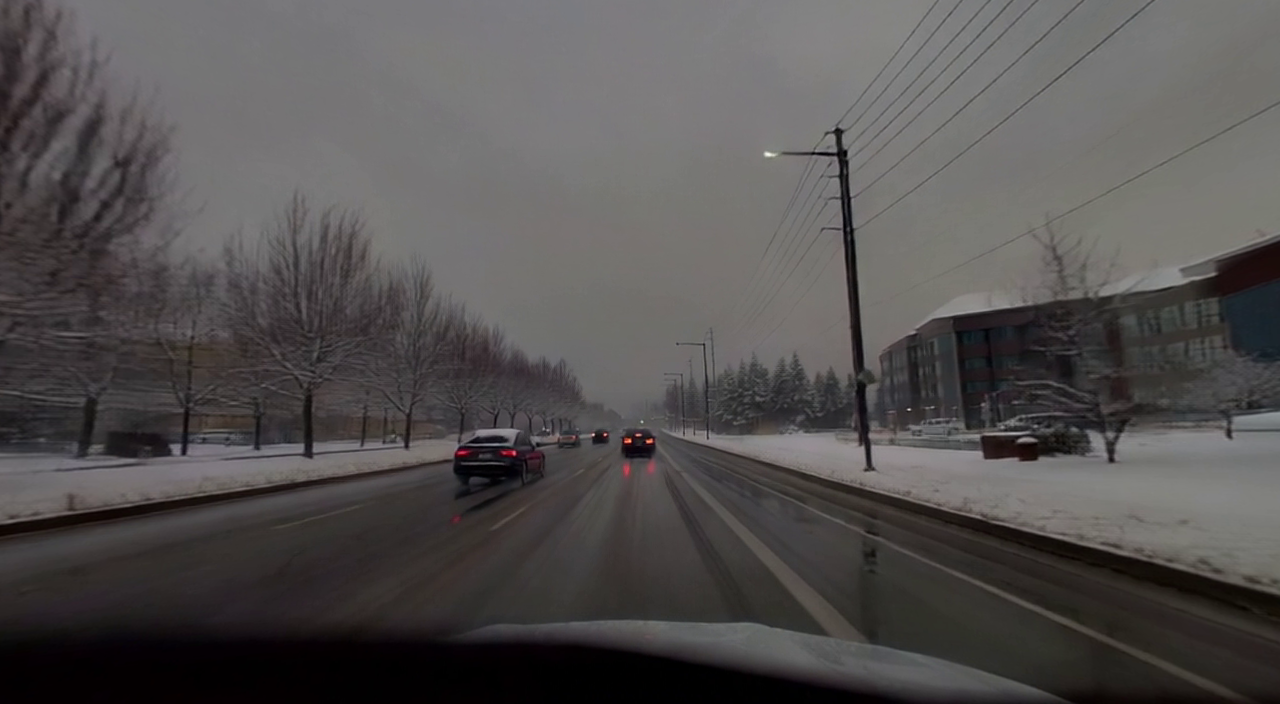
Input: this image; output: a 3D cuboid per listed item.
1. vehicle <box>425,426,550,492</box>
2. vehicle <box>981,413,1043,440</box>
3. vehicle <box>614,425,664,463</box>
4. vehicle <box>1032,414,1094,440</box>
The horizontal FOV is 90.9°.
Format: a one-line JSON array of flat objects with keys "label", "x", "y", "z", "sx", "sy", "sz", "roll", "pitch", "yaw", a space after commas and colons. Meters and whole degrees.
[{"label": "vehicle", "x": -3.774, "y": 2.741, "z": 16.628, "sx": 1.942, "sy": 1.462, "sz": 4.905, "roll": 0, "pitch": -8, "yaw": 2}, {"label": "vehicle", "x": 21.967, "y": 4.460, "z": 37.434, "sx": 1.833, "sy": 1.471, "sz": 4.656, "roll": -2, "pitch": -8, "yaw": 13}, {"label": "vehicle", "x": -0.063, "y": 4.377, "z": 30.035, "sx": 2.199, "sy": 1.652, "sz": 4.101, "roll": 0, "pitch": -8, "yaw": 0}, {"label": "vehicle", "x": 24.464, "y": 4.402, "z": 36.616, "sx": 1.741, "sy": 1.416, "sz": 3.831, "roll": -2, "pitch": -8, "yaw": 15}]
